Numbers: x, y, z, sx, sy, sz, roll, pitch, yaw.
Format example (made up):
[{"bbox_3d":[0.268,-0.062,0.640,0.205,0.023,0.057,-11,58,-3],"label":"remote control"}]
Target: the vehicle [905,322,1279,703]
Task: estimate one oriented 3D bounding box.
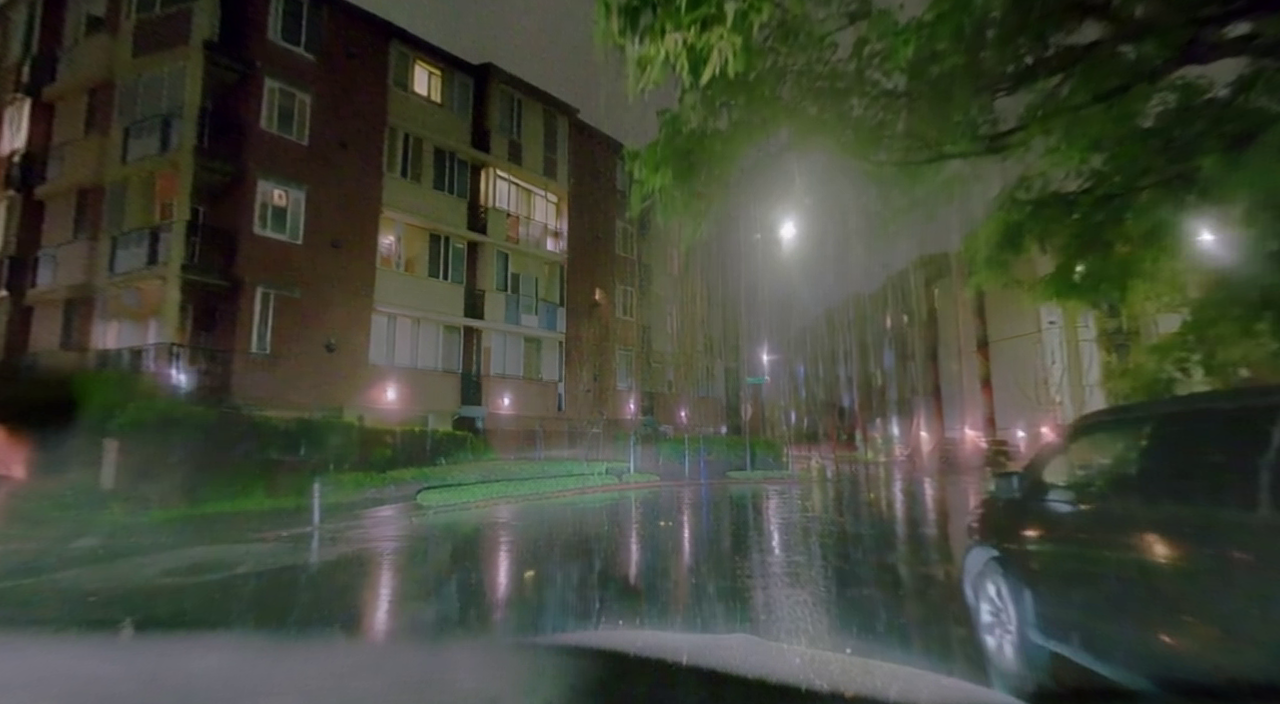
[{"bbox_3d":[3.002,0.851,2.423,2.020,1.734,4.402,0,-8,0],"label":"vehicle"}]
